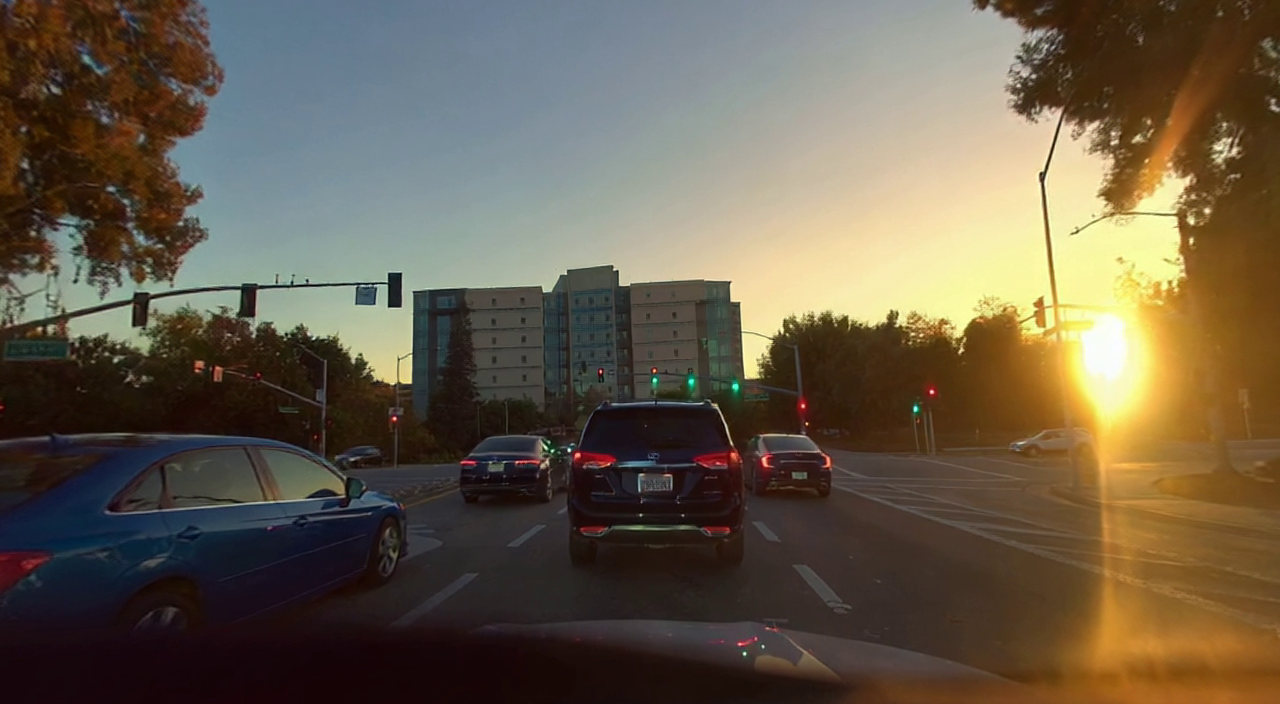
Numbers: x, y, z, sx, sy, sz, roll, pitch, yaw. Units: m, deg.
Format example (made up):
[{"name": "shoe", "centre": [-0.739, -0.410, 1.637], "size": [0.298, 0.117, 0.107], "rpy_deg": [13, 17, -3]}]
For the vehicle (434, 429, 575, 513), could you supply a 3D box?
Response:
[{"name": "vehicle", "centre": [-2.675, 2.447, 13.461], "size": [1.851, 1.502, 4.042], "rpy_deg": [0, -8, 4]}]

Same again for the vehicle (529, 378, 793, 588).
[{"name": "vehicle", "centre": [0.213, 1.458, 7.769], "size": [2.300, 1.832, 4.331], "rpy_deg": [0, -8, 1]}]

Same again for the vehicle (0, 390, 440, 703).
[{"name": "vehicle", "centre": [-3.232, 1.211, 4.482], "size": [1.958, 1.494, 4.624], "rpy_deg": [0, -8, 2]}]
